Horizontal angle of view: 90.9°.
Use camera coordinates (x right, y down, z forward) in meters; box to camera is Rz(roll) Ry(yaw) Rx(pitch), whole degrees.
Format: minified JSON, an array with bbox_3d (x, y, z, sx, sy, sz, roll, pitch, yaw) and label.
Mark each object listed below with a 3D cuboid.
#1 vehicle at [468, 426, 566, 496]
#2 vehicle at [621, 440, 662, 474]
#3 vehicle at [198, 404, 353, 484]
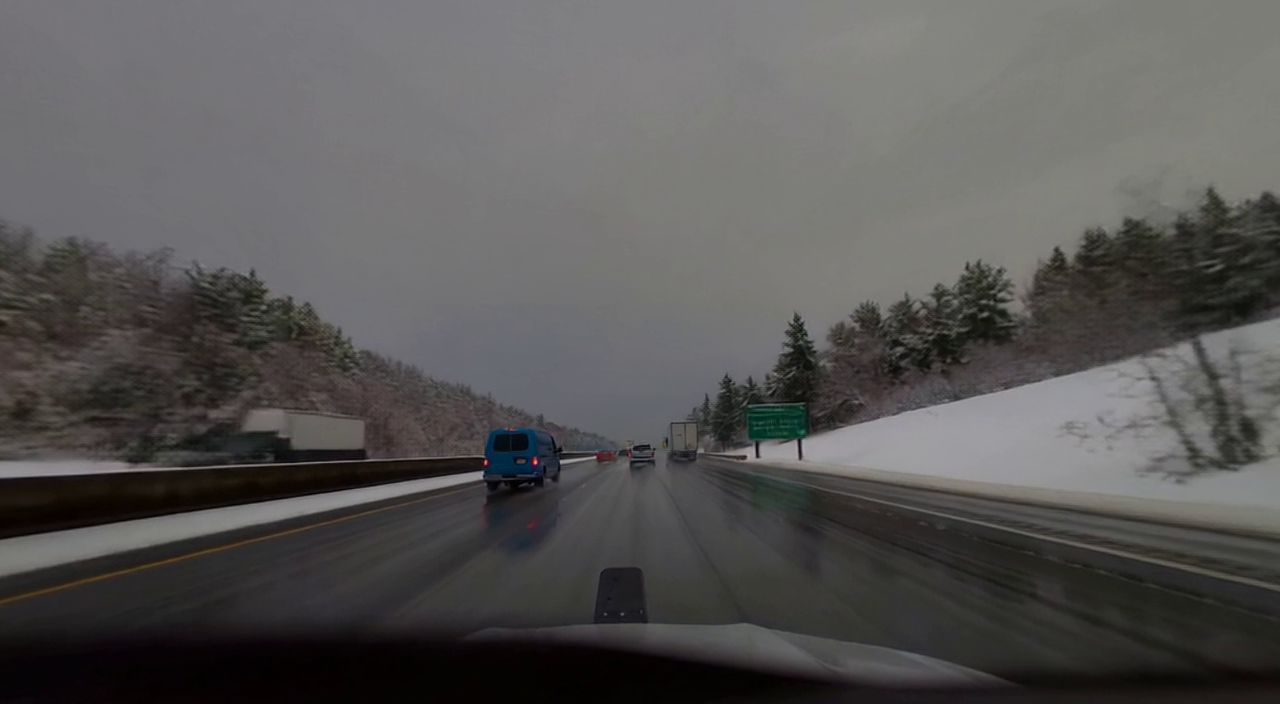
[{"bbox_3d":[-3.844,3.530,20.686,2.167,1.991,5.062,0,-9,0],"label":"vehicle"},{"bbox_3d":[0.094,6.038,36.501,2.209,1.825,4.036,0,-9,0],"label":"vehicle"},{"bbox_3d":[-19.300,5.026,34.323,2.893,3.722,8.903,0,-9,1],"label":"vehicle"}]
